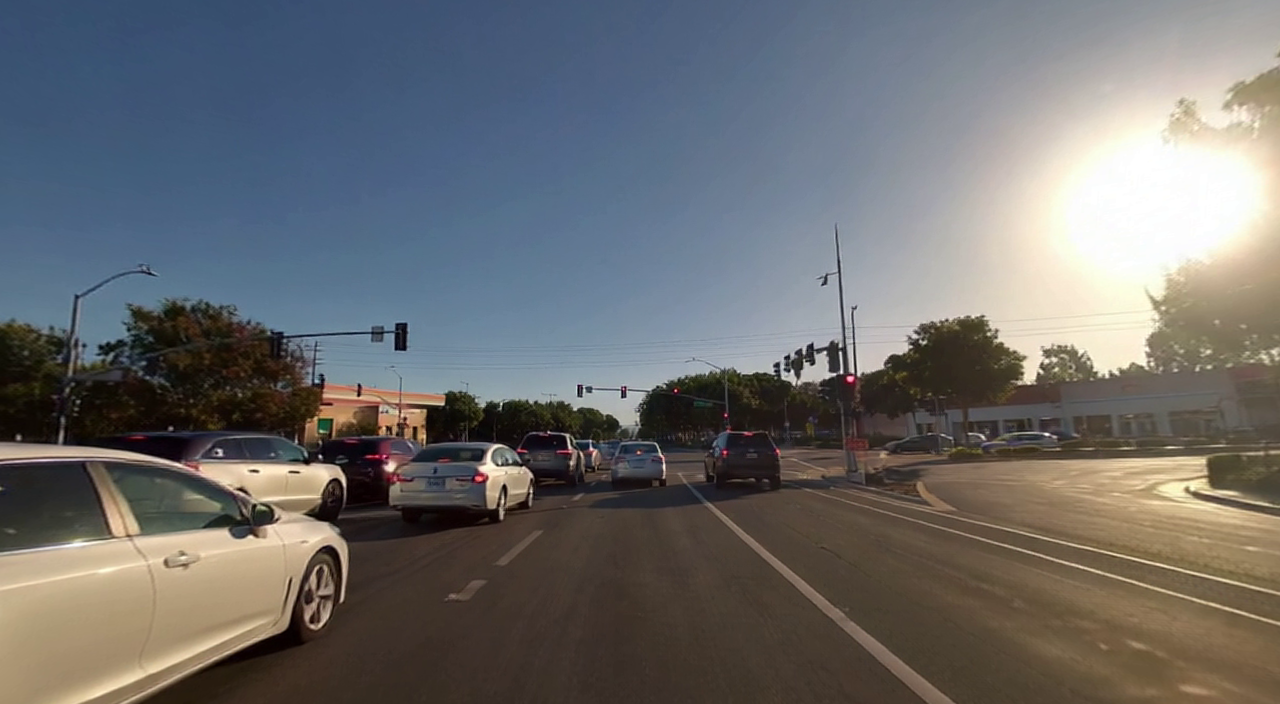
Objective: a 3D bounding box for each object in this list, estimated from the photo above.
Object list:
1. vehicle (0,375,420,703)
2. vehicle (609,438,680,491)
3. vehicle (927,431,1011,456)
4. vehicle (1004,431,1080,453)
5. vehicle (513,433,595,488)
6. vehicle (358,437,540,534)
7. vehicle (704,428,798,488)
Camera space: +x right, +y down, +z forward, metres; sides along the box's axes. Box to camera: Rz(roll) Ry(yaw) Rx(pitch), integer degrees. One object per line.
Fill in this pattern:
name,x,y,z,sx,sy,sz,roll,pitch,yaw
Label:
vehicle,-3.095,0.997,2.970,2.249,1.517,4.951,0,-9,1
vehicle,0.151,3.522,20.015,2.032,1.499,3.994,0,-9,1
vehicle,23.350,6.537,44.841,4.781,1.700,1.986,0,-9,1
vehicle,30.614,6.881,48.036,4.432,1.680,1.932,0,-9,2
vehicle,-2.794,3.677,21.524,2.072,1.694,4.070,0,-9,2
vehicle,-3.316,2.413,11.988,2.014,1.472,4.357,0,-9,1
vehicle,3.373,3.338,20.030,2.076,1.691,4.402,0,-9,-1
